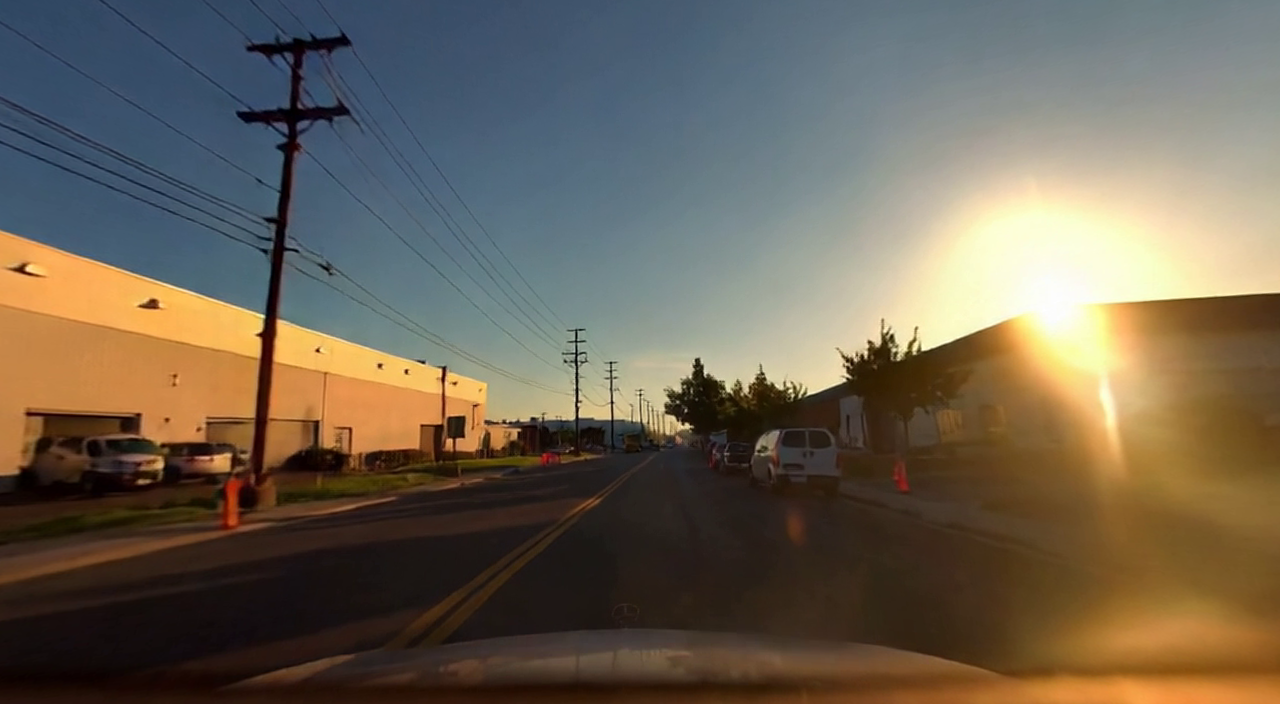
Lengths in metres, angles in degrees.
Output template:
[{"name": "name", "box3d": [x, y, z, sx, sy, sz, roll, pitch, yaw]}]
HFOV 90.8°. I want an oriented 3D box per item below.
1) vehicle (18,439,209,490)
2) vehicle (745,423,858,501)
[{"name": "vehicle", "box3d": [-18.818, 4.043, 23.025, 2.102, 1.628, 5.130, -2, -9, 9]}, {"name": "vehicle", "box3d": [4.584, 3.217, 18.862, 2.010, 1.985, 5.124, 0, -9, 0]}]
